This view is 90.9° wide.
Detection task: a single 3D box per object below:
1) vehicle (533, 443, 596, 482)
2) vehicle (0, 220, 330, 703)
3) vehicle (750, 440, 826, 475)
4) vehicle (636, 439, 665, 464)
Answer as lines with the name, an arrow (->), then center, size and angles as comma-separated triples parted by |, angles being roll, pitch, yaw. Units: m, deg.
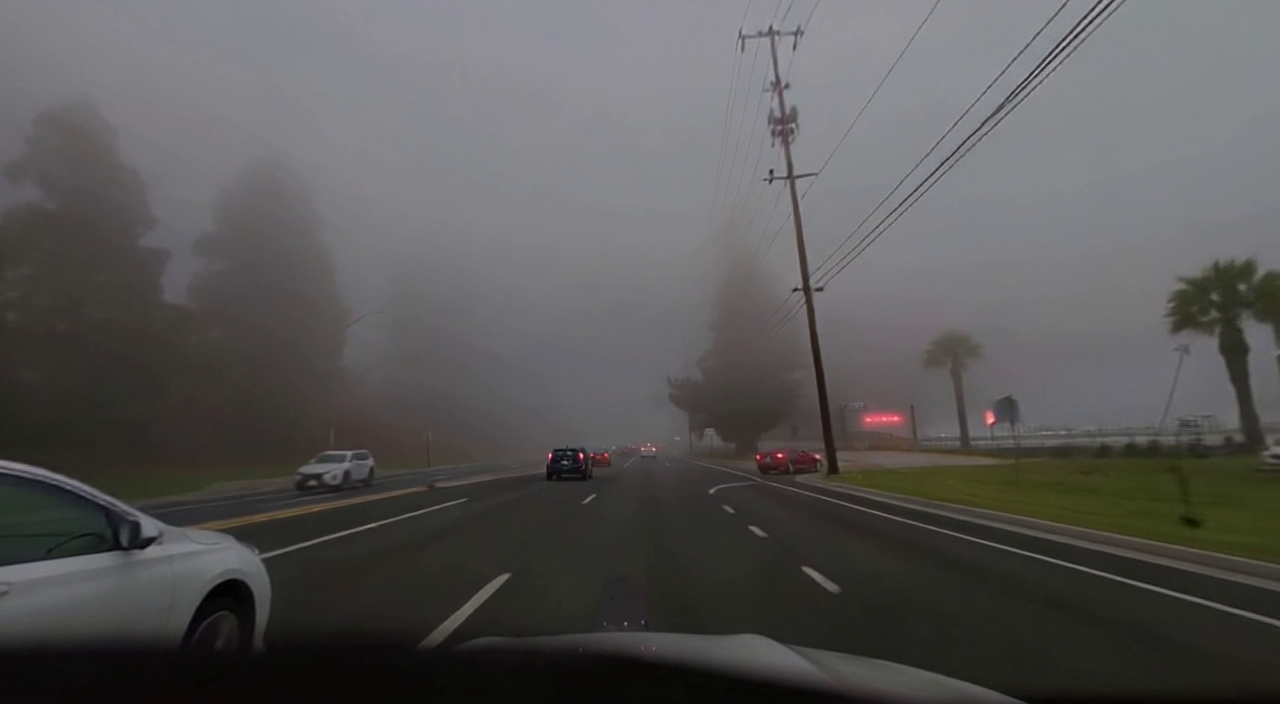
vehicle -> -2.955, 4.449, 25.674 | 1.982, 1.451, 4.152 | 0, -9, 1
vehicle -> -3.041, 0.457, 0.692 | 2.381, 1.961, 5.563 | -1, -9, 2
vehicle -> 7.247, 5.064, 30.573 | 2.062, 1.541, 4.420 | -6, -10, 33
vehicle -> 0.772, 7.600, 48.221 | 2.155, 1.781, 3.977 | 0, -9, 1
